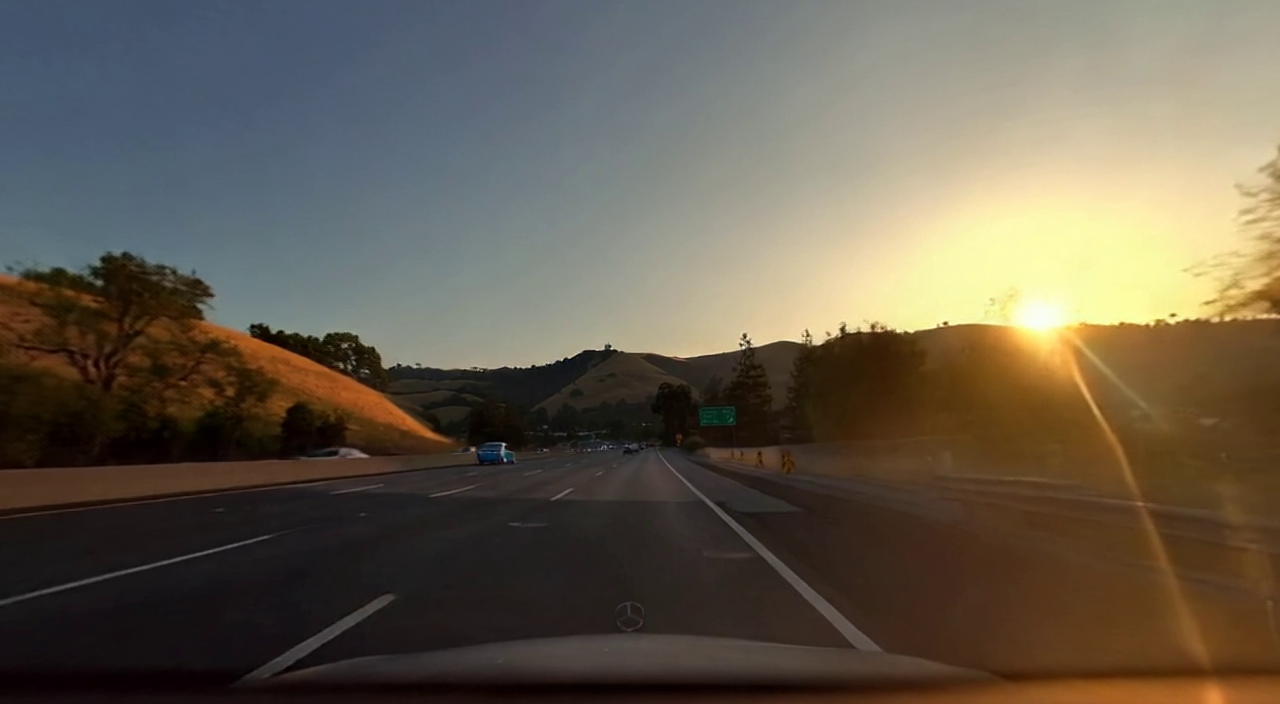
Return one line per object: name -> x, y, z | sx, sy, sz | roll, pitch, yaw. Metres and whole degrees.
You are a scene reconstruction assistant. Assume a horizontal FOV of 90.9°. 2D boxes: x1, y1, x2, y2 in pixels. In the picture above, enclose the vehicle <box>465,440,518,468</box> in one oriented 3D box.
vehicle -> -9.861, 6.796, 42.242 | 2.152, 1.753, 4.972 | 0, -8, 2
